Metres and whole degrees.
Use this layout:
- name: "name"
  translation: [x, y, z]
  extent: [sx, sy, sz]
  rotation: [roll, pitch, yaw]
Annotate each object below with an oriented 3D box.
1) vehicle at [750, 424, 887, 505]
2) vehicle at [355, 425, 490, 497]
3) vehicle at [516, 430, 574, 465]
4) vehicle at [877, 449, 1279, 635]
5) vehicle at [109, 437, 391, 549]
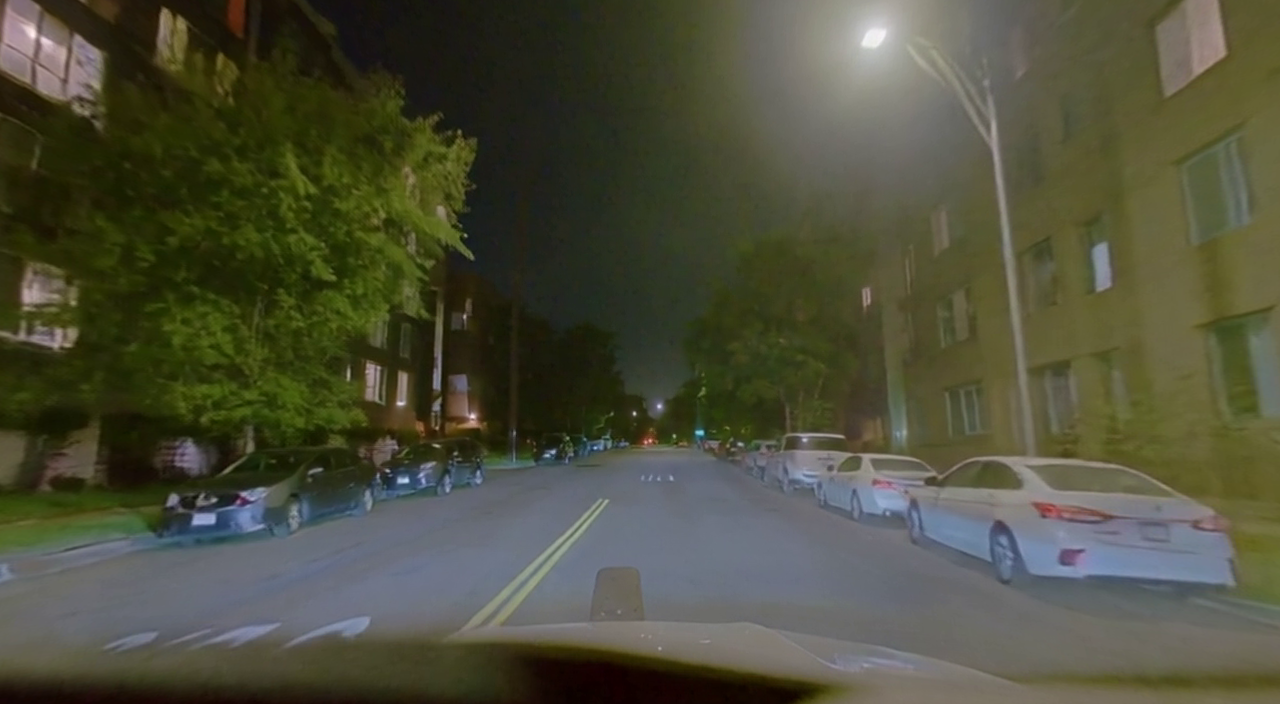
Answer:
- name: "vehicle"
  translation: [4.882, 3.202, 18.415]
  extent: [2.365, 1.970, 6.011]
  rotation: [0, -9, 1]
- name: "vehicle"
  translation: [-6.414, 3.348, 19.343]
  extent: [2.235, 1.802, 5.138]
  rotation: [-3, -10, 1]
- name: "vehicle"
  translation: [-5.563, 5.770, 37.570]
  extent: [2.384, 1.781, 5.492]
  rotation: [-3, -10, 2]
- name: "vehicle"
  translation: [4.542, 1.860, 7.358]
  extent: [1.977, 1.410, 4.744]
  rotation: [0, -9, 4]
- name: "vehicle"
  translation: [-6.468, 2.372, 11.267]
  extent: [2.067, 1.510, 4.501]
  rotation: [-2, -9, 2]
